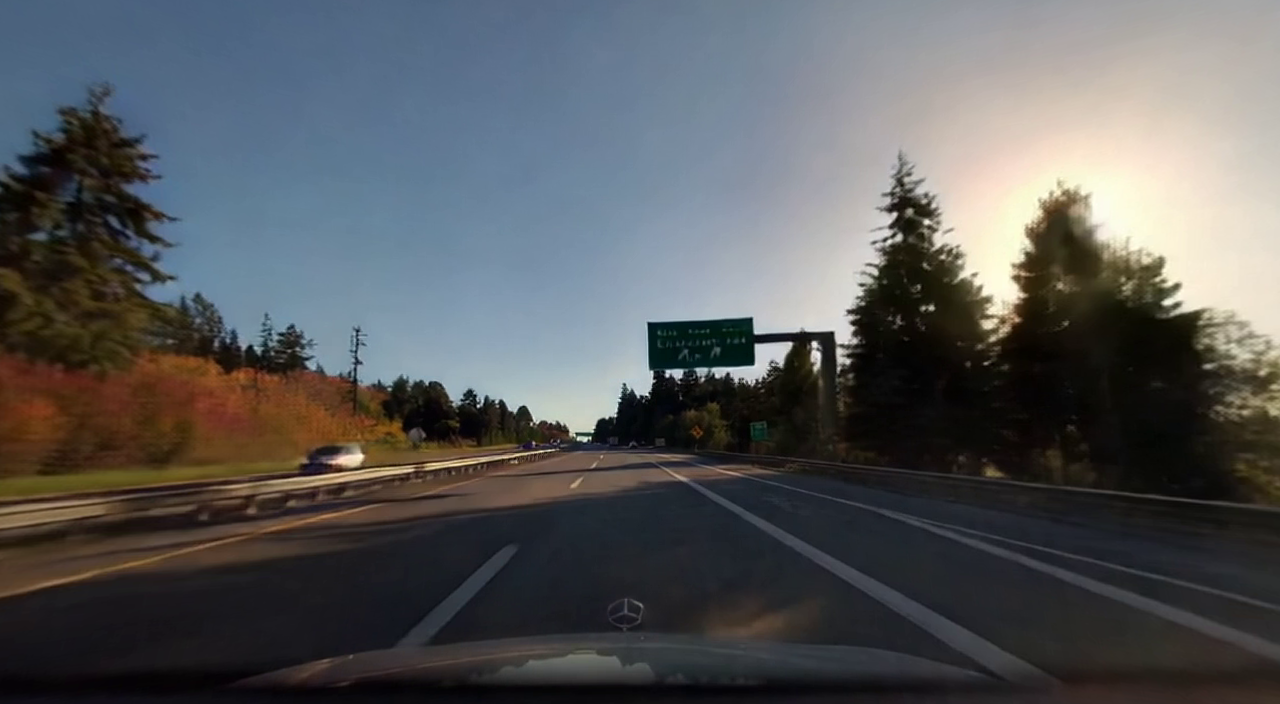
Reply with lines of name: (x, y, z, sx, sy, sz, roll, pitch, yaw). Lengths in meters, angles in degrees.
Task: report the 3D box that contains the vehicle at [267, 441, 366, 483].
vehicle: (-13.131, 4.465, 25.919, 1.954, 1.555, 4.120, 0, -9, -2)
